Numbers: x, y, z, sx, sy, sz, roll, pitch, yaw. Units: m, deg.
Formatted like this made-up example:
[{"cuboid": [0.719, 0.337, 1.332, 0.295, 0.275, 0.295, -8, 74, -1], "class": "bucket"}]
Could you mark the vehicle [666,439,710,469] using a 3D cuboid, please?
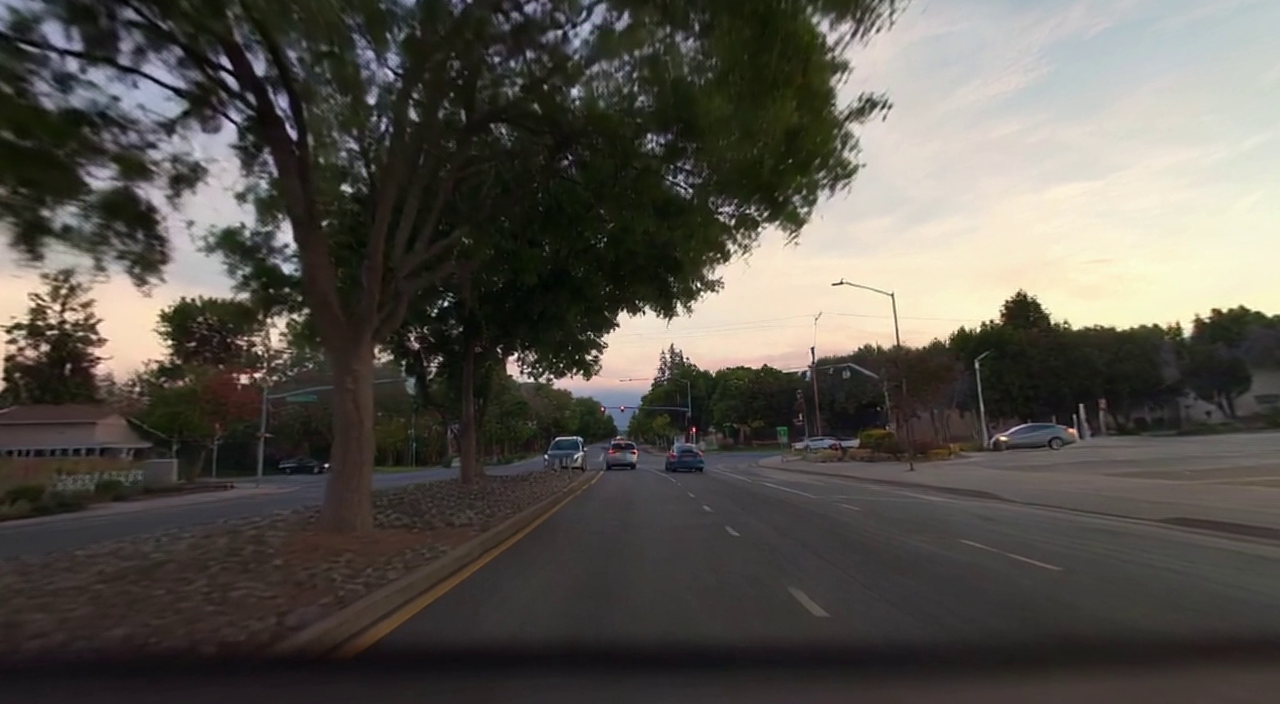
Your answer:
[{"cuboid": [2.756, 6.022, 37.245, 2.103, 1.647, 4.318, 0, -8, -2], "class": "vehicle"}]

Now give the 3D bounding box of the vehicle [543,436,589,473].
[{"cuboid": [-4.010, 5.617, 34.676, 2.139, 1.851, 3.970, 0, -8, -2], "class": "vehicle"}]

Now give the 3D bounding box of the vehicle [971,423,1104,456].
[{"cuboid": [18.002, 3.992, 28.650, 4.660, 1.462, 2.034, 0, -8, 0], "class": "vehicle"}]

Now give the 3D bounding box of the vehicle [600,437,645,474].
[{"cuboid": [-0.802, 5.189, 31.803, 2.146, 1.742, 4.095, 0, -8, 0], "class": "vehicle"}]

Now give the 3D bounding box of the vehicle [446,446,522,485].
[{"cuboid": [-6.341, 4.632, 26.087, 2.033, 1.442, 4.668, 0, -8, -1], "class": "vehicle"}]
